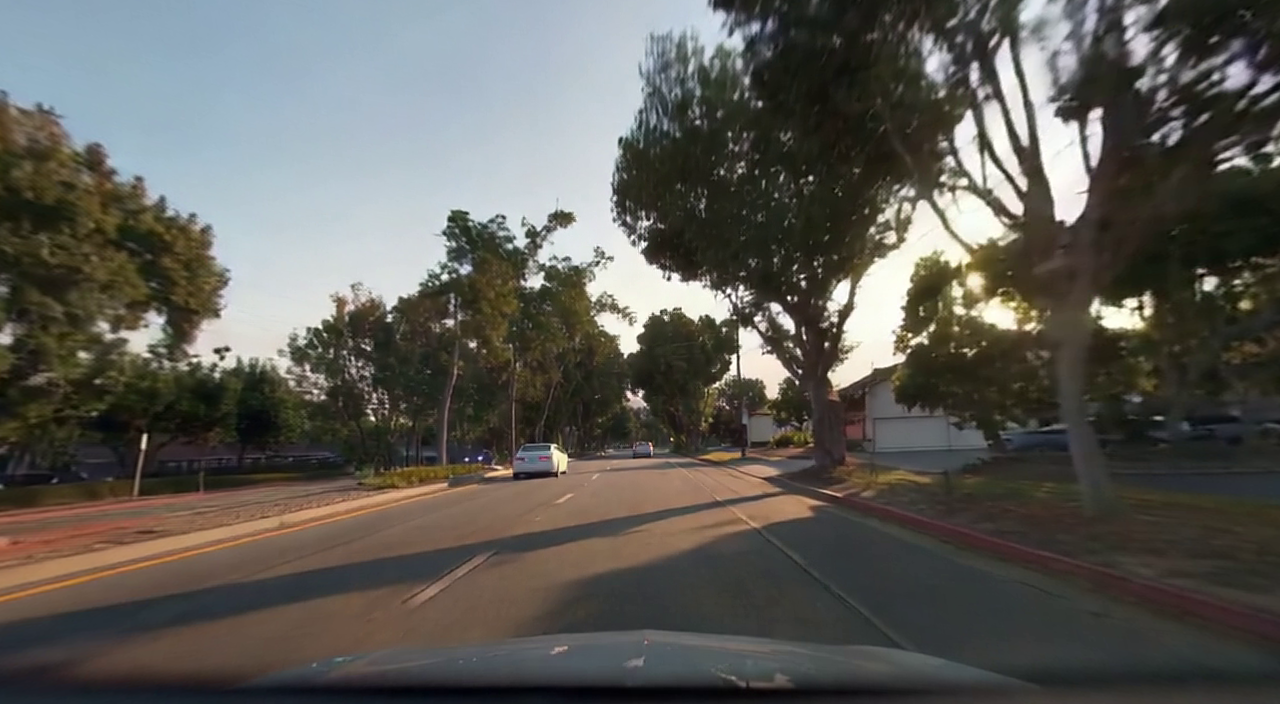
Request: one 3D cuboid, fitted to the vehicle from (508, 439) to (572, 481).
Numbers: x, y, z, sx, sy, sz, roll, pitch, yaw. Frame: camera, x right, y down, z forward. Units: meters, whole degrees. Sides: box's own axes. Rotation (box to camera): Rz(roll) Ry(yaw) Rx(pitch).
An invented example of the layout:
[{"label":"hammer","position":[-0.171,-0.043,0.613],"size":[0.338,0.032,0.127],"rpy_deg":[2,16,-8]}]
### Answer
[{"label":"vehicle","position":[-4.154,4.545,26.856],"size":[1.914,1.630,4.351],"rpy_deg":[0,-8,1]}]
